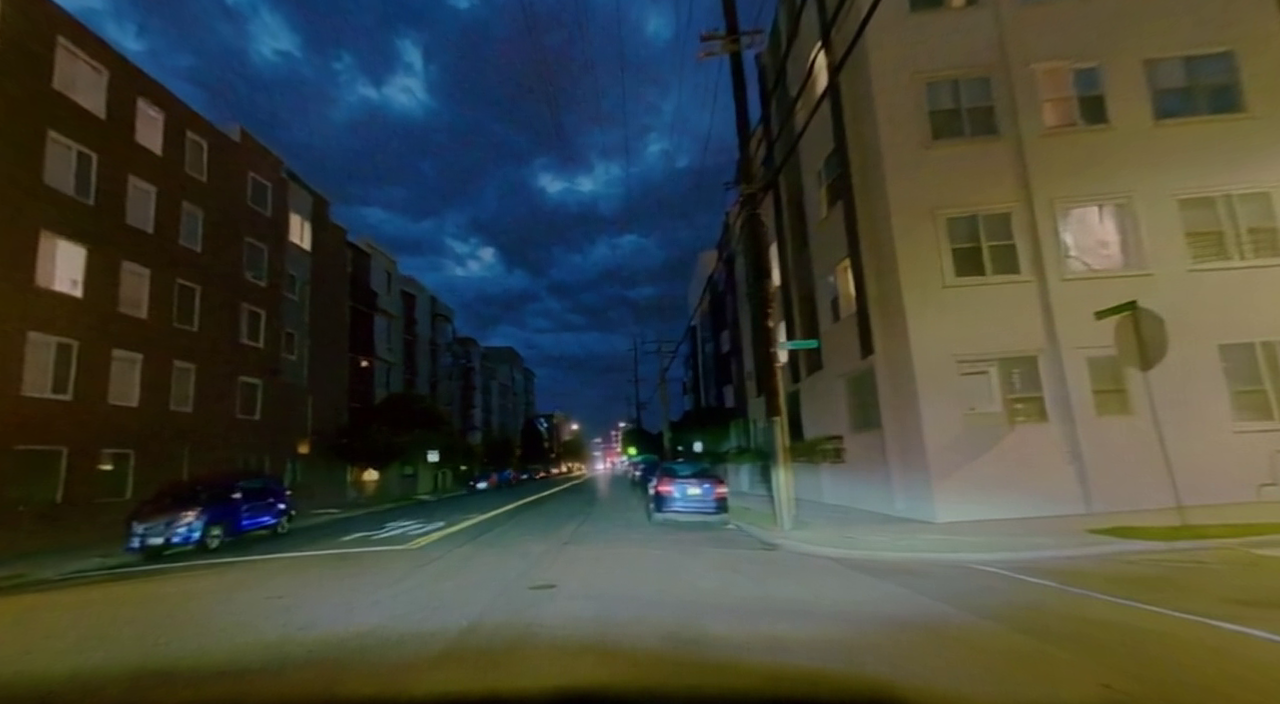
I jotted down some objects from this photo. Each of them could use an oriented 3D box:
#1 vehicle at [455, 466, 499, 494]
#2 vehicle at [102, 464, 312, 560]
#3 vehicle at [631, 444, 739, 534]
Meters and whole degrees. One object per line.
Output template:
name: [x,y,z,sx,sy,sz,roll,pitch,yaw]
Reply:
vehicle: [-10.886,8.540,42.380,2.032,1.641,4.162,0,-9,-2]
vehicle: [-10.440,3.831,15.777,2.140,1.874,4.475,0,-9,-2]
vehicle: [0.929,3.231,15.559,2.164,1.721,4.416,-4,-9,-1]
